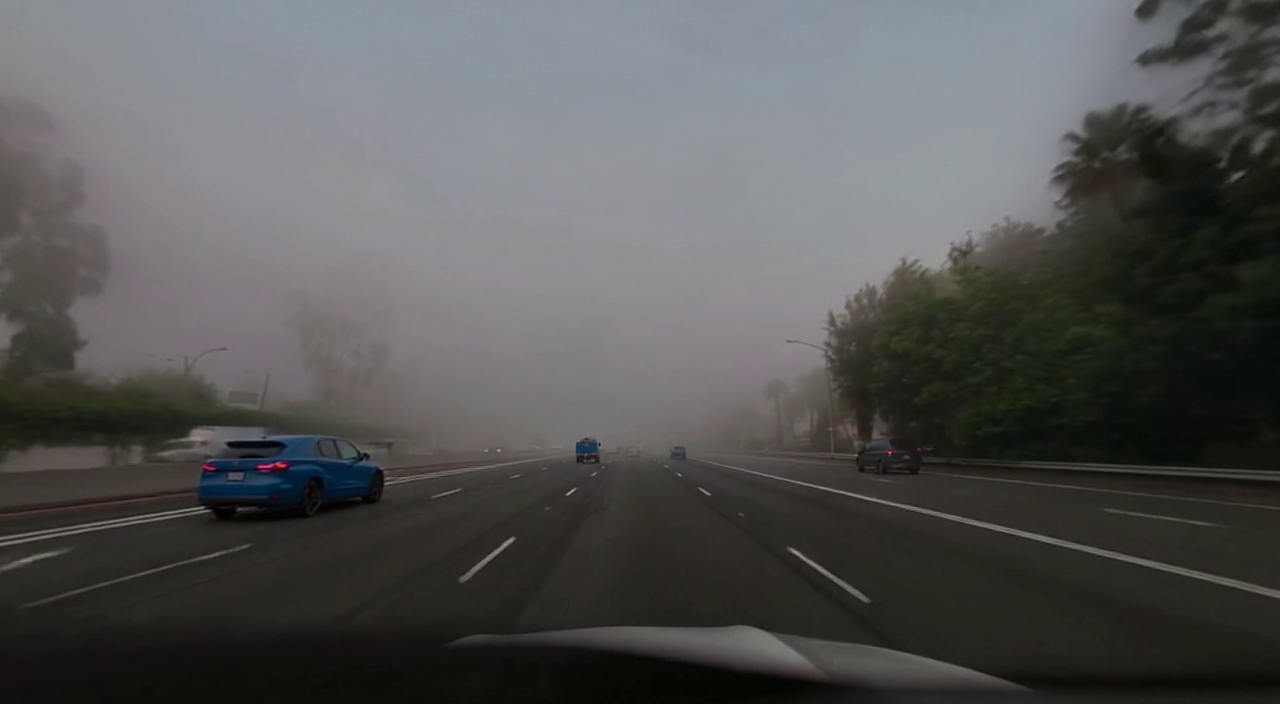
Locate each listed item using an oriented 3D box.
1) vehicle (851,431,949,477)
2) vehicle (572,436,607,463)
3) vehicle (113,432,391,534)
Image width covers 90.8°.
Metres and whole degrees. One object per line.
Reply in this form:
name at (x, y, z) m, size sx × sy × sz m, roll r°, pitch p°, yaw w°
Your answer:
vehicle at (11.090, 4.402, 27.338) m, size 2.168 × 1.792 × 4.457 m, roll 0°, pitch -9°, yaw -2°
vehicle at (-3.752, 7.353, 47.703) m, size 2.225 × 1.967 × 4.673 m, roll 0°, pitch -9°, yaw 0°
vehicle at (-6.675, 2.304, 11.786) m, size 2.018 × 1.480 × 4.999 m, roll 0°, pitch -9°, yaw 0°
